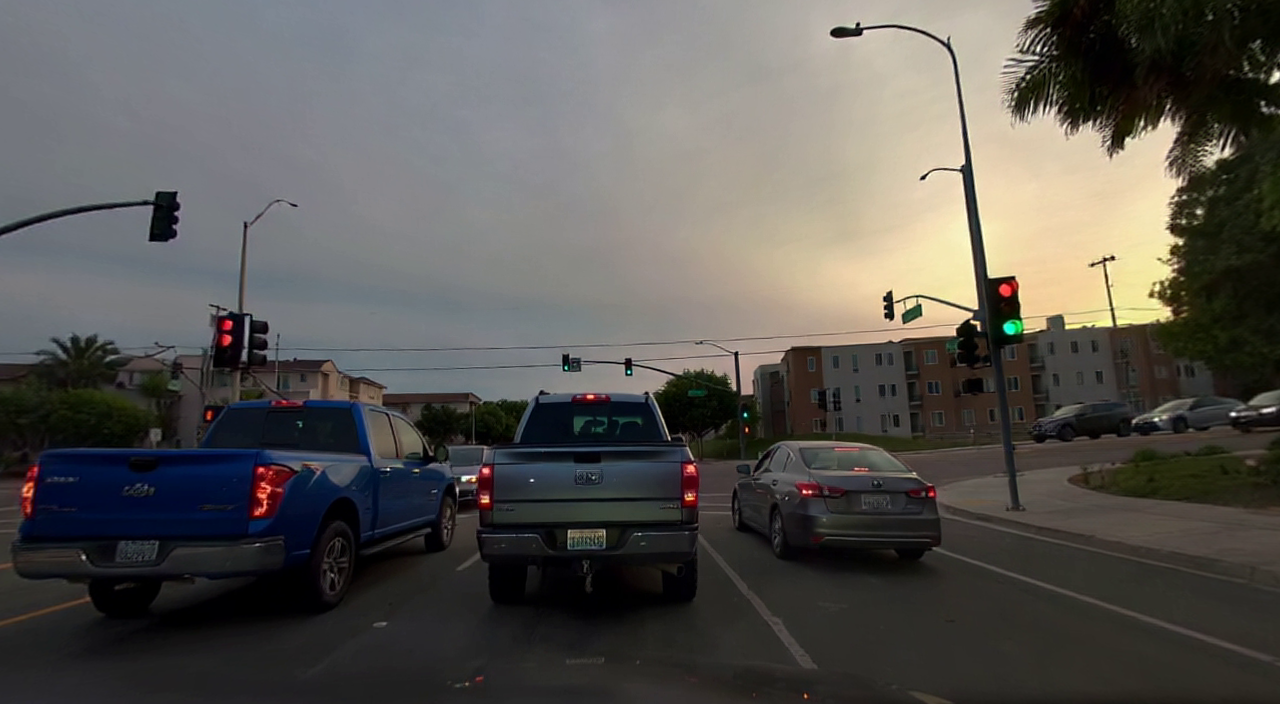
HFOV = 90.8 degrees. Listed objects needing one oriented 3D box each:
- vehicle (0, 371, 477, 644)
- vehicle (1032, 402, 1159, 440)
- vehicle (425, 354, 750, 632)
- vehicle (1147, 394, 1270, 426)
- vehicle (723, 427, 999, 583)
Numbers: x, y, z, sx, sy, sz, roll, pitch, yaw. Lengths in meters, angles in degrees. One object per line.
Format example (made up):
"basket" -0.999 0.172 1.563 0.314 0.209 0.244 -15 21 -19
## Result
"vehicle" -3.469 1.423 6.901 2.146 1.828 5.148 0 -9 -2
"vehicle" 23.278 3.584 32.475 4.721 1.866 2.188 0 -9 2
"vehicle" -0.403 1.316 6.770 2.282 1.964 4.421 0 -9 -1
"vehicle" 29.298 3.034 32.658 4.540 1.543 1.803 0 -9 0
"vehicle" 2.421 1.806 8.313 2.016 1.481 4.336 0 -9 -1
